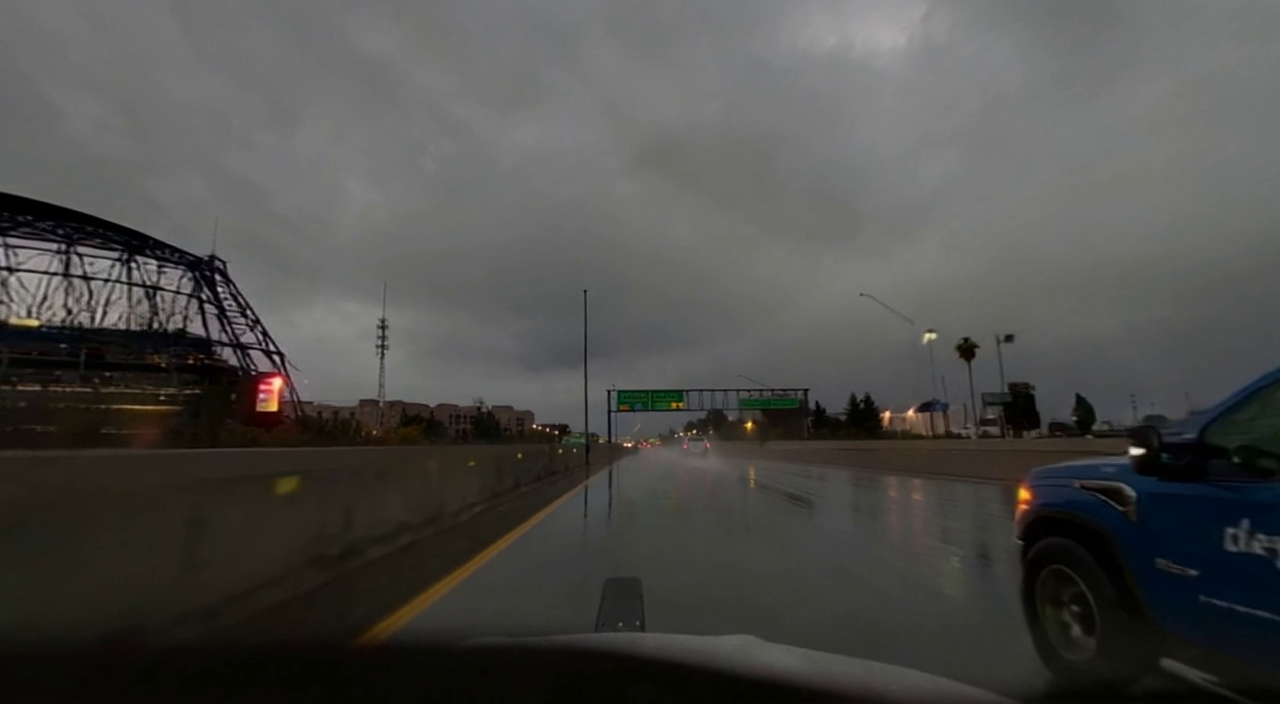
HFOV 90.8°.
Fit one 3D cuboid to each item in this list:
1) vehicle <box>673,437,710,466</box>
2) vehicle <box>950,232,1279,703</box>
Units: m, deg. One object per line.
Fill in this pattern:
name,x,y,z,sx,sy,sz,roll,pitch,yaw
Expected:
vehicle,3.287,6.448,41.018,1.973,1.774,4.092,0,-9,0
vehicle,3.108,0.557,1.464,2.199,2.002,4.970,0,-9,0
